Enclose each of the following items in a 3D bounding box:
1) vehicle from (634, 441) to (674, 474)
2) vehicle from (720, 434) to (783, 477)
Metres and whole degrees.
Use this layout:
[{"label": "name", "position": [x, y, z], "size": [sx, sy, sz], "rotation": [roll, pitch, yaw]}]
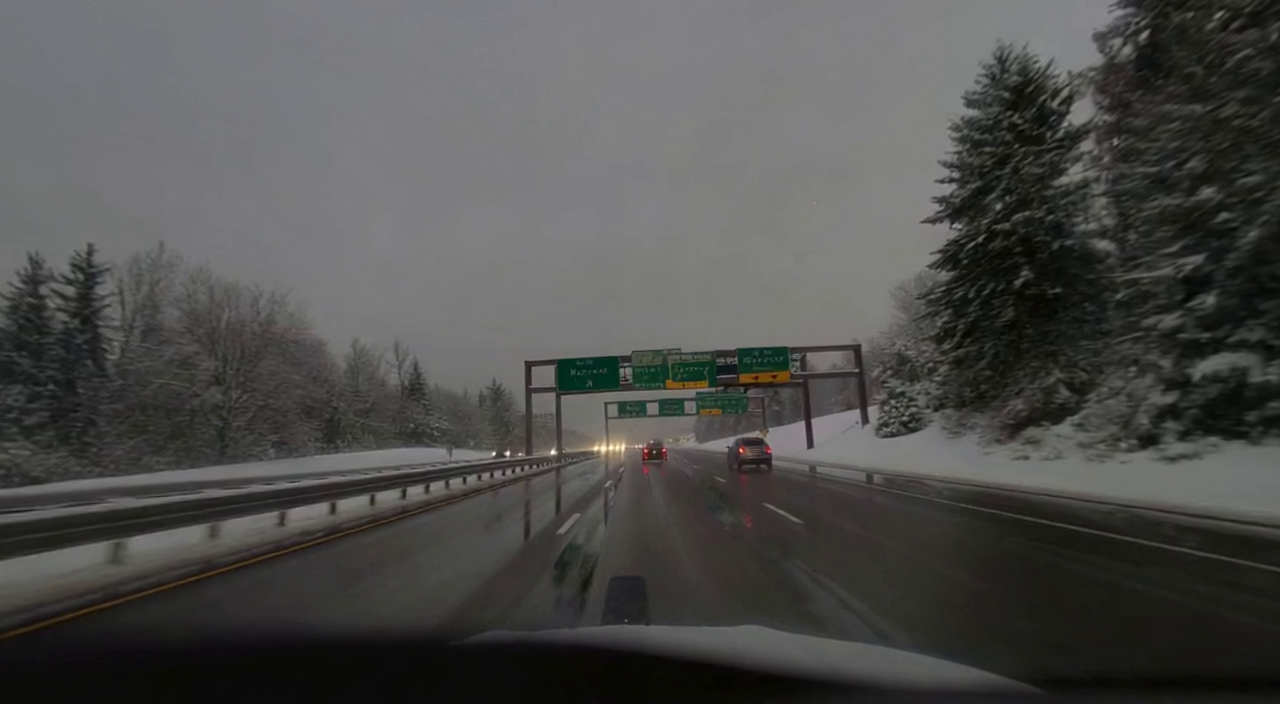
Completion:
[{"label": "vehicle", "position": [0.615, 4.725, 28.424], "size": [1.683, 1.400, 3.868], "rotation": [0, -8, 1]}, {"label": "vehicle", "position": [4.309, 4.057, 24.941], "size": [1.770, 1.566, 4.282], "rotation": [0, -8, 0]}]
